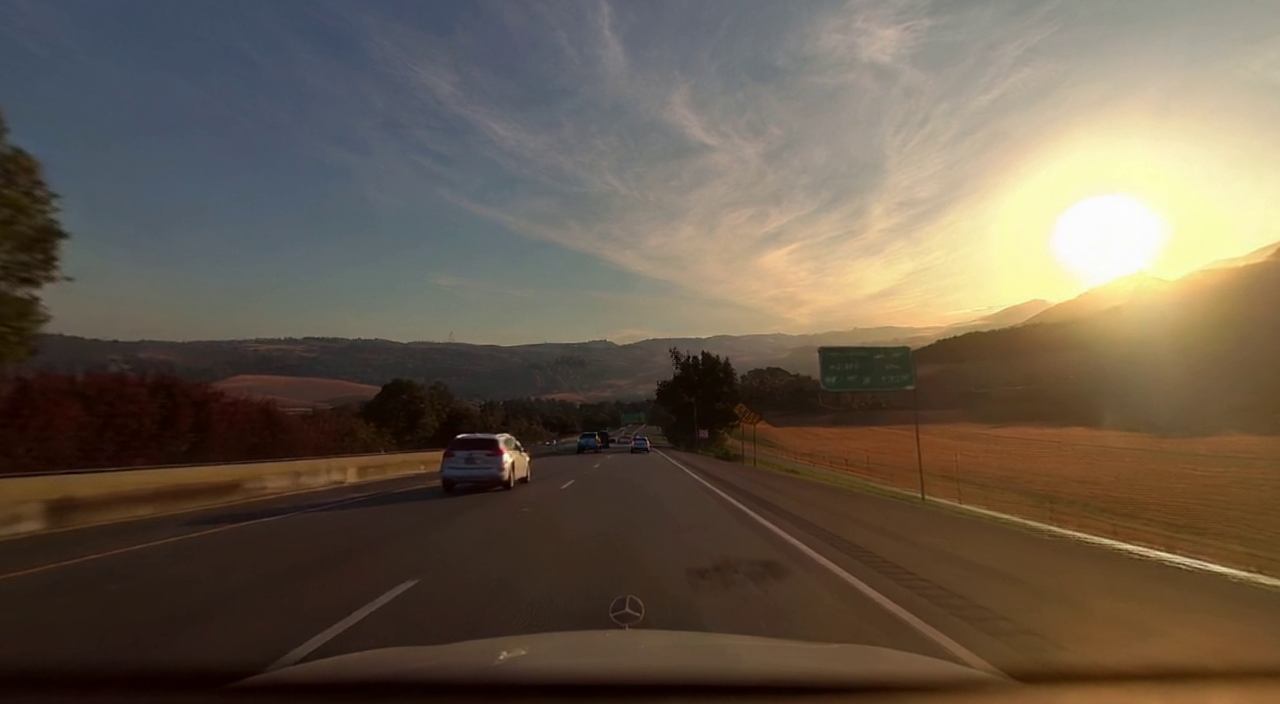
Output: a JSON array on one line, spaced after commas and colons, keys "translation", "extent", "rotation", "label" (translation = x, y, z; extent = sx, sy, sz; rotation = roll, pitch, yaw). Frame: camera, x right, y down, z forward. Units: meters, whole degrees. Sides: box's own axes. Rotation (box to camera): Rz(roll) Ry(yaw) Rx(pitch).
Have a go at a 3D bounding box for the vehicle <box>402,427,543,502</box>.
[{"translation": [-3.907, 2.717, 15.663], "extent": [2.190, 1.571, 4.643], "rotation": [0, -8, 1], "label": "vehicle"}]
